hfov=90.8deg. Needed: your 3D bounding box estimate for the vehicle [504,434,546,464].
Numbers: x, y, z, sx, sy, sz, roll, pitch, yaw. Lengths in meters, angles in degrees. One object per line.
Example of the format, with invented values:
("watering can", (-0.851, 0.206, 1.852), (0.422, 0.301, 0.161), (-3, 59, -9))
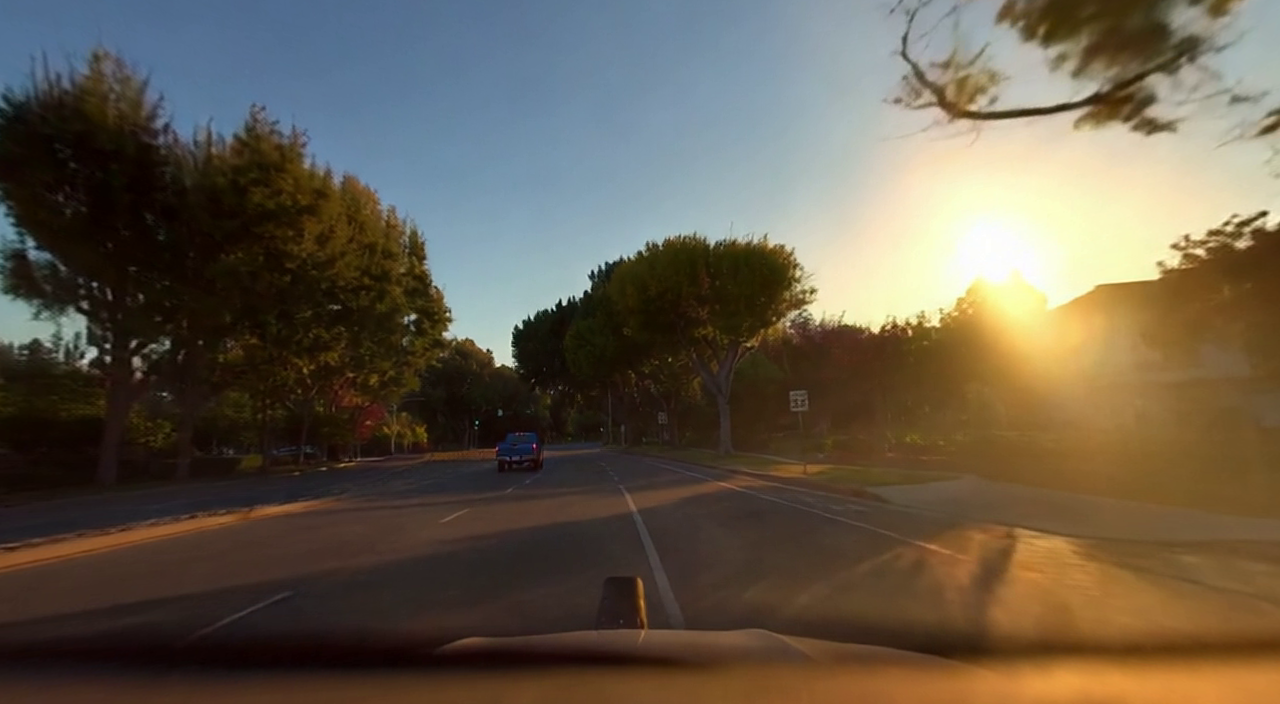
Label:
("vehicle", (-7.704, 6.589, 42.948), (2.267, 1.849, 6.402), (0, -8, -5))
